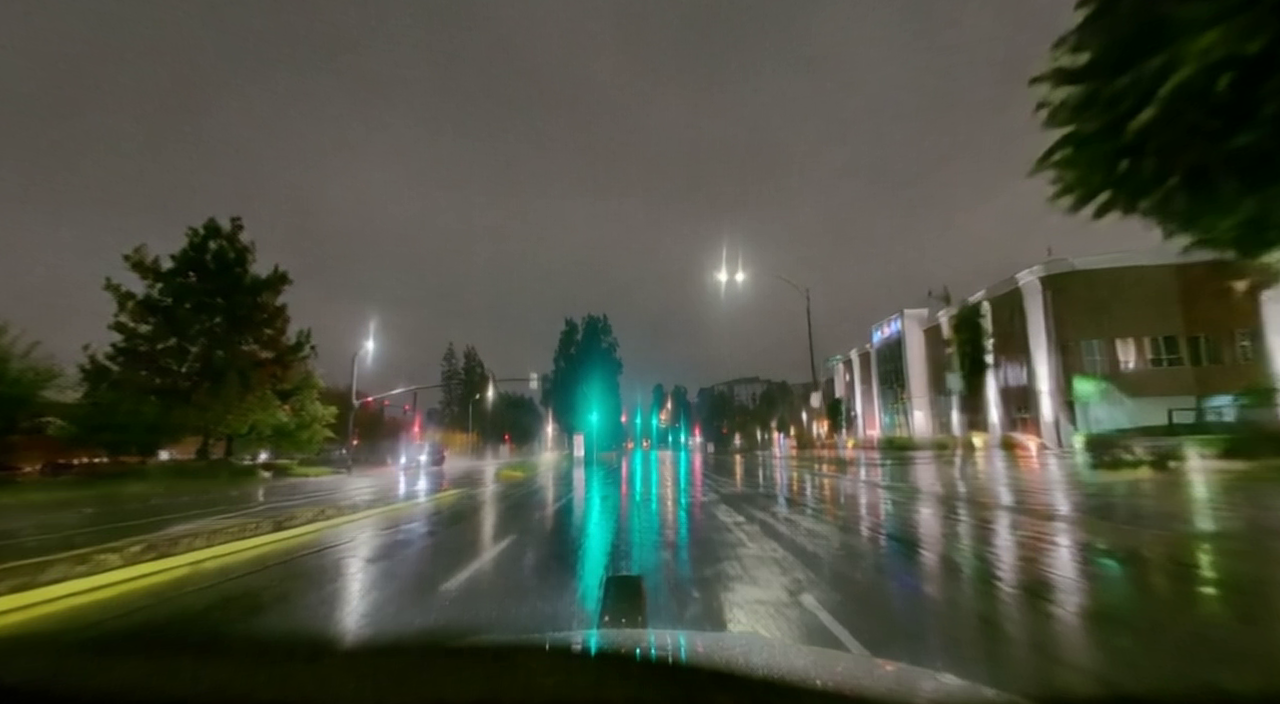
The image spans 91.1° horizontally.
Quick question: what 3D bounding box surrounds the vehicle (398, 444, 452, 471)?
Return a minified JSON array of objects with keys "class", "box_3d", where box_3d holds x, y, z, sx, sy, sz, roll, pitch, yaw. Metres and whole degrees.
[{"class":"vehicle","box_3d":[-14.639,7.213,43.046,1.936,1.718,4.643,0,-8,1]}]
